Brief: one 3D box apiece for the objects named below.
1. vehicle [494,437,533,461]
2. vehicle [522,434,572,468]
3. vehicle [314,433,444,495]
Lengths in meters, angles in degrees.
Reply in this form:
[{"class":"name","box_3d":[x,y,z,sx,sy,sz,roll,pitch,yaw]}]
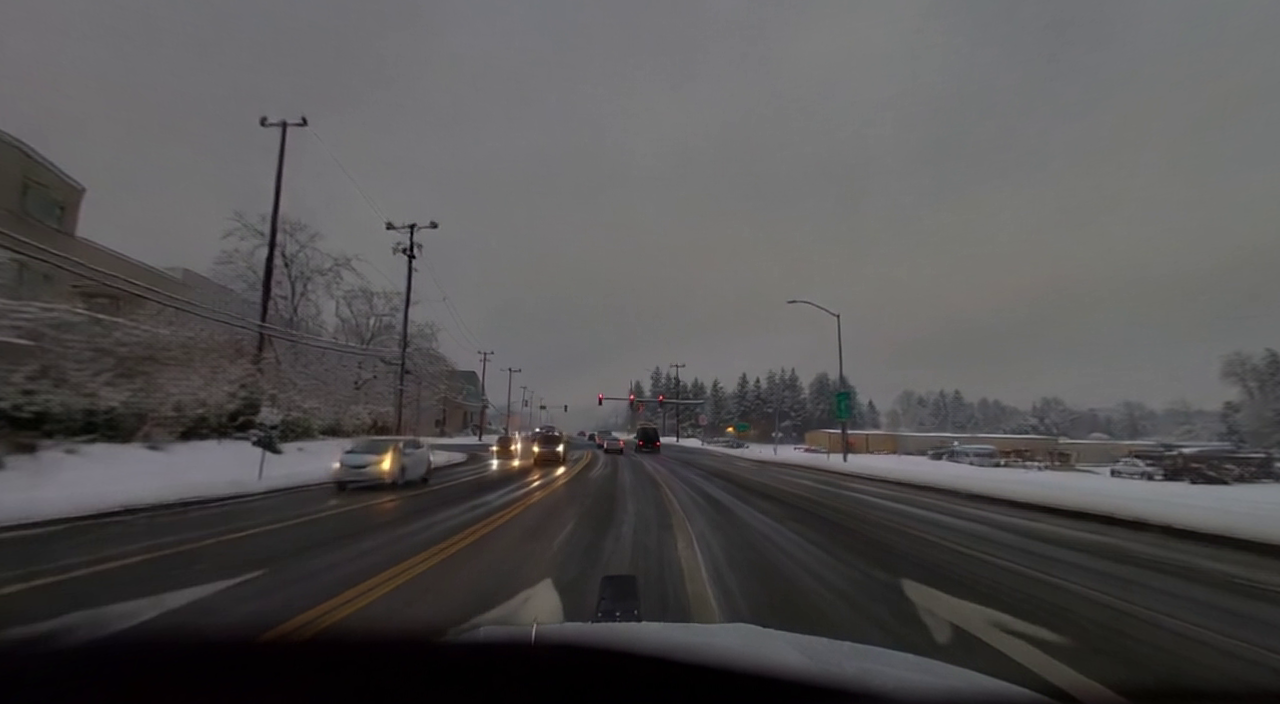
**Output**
[{"class":"vehicle","box_3d":[-8.186,6.307,41.139,1.847,1.501,3.942,0,-8,-2]},{"class":"vehicle","box_3d":[-4.534,4.869,31.138,2.003,1.562,3.862,0,-8,-2]},{"class":"vehicle","box_3d":[-7.050,3.034,17.518,1.922,1.489,3.939,0,-8,0]}]
